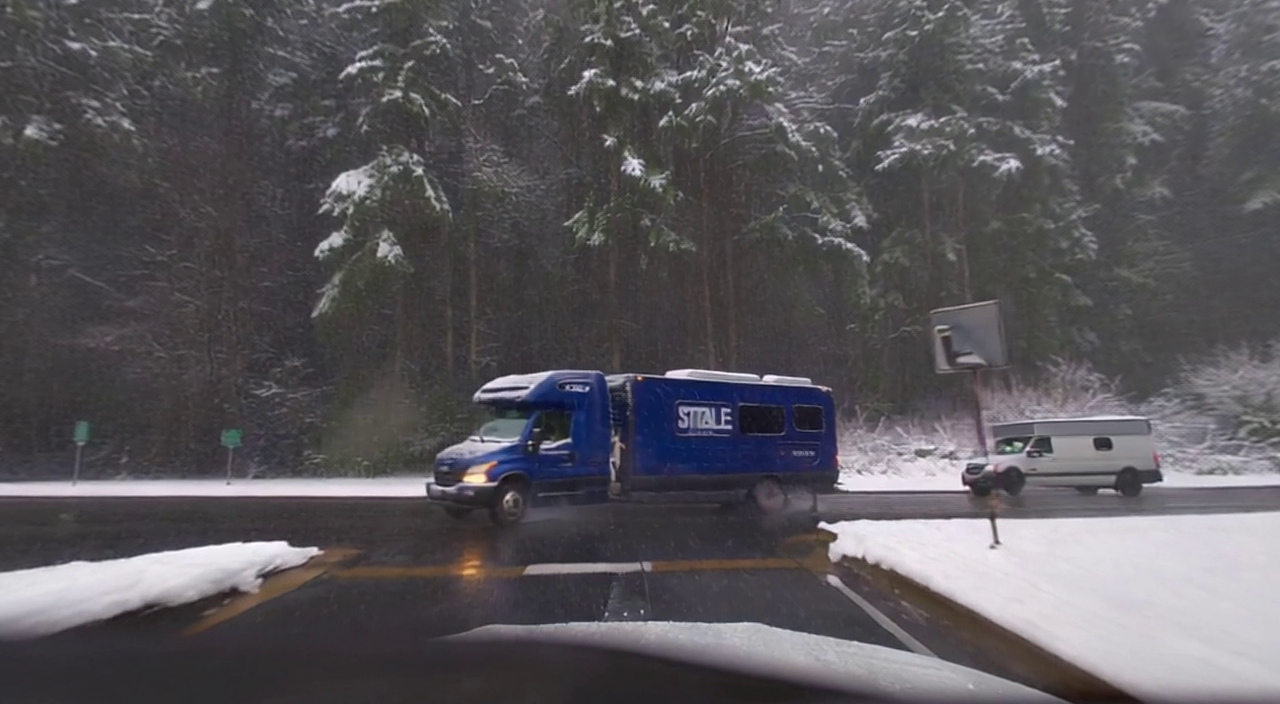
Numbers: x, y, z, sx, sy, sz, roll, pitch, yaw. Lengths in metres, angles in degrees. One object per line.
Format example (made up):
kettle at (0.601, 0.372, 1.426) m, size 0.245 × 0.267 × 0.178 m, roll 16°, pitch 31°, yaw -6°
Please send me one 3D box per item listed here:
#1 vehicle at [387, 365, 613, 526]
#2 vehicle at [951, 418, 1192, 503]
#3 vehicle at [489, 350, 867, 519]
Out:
vehicle at (-3.300, 2.188, 14.798) m, size 4.552 × 3.175 × 2.847 m, roll 4°, pitch -10°, yaw -25°
vehicle at (13.310, 3.363, 19.731) m, size 5.923 × 2.424 × 2.247 m, roll 0°, pitch -9°, yaw -4°
vehicle at (1.221, 2.251, 16.860) m, size 9.765 × 3.622 × 2.740 m, roll 4°, pitch -10°, yaw -24°
